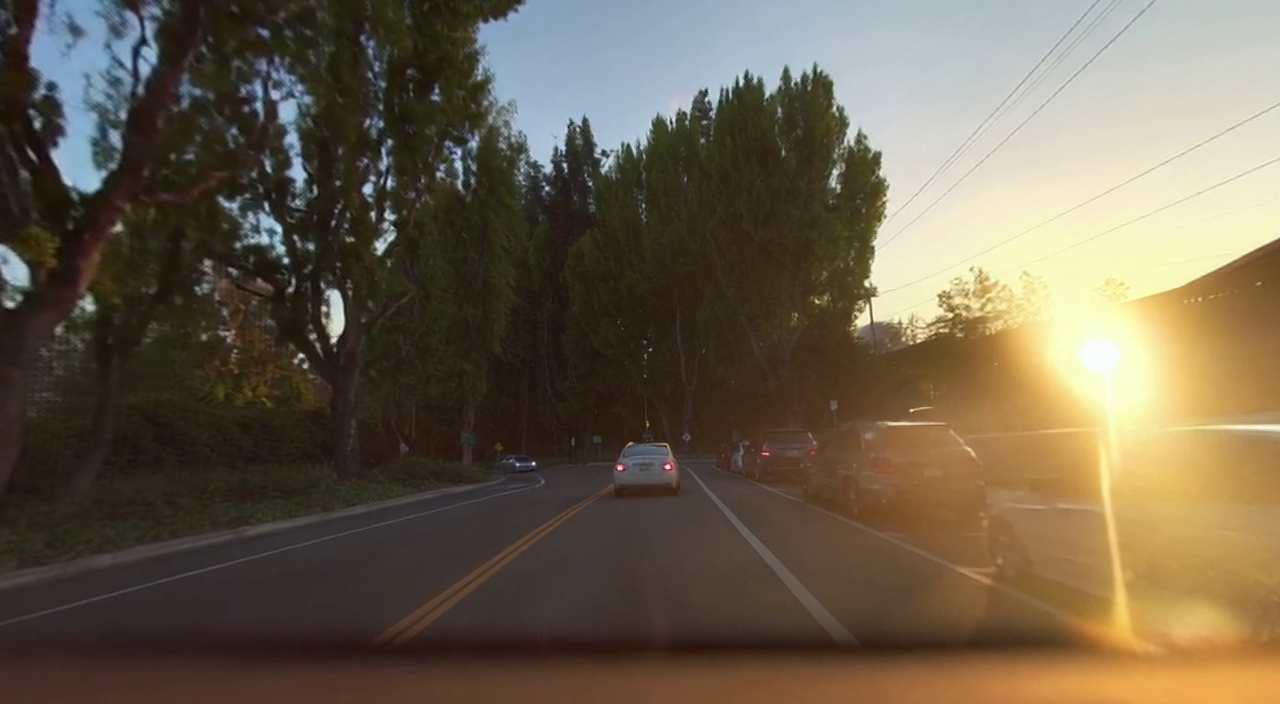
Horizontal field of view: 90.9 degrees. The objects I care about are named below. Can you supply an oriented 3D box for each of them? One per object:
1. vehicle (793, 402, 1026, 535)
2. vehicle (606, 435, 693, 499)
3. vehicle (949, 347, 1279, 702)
[{"bbox_3d":[4.263,1.920,10.978,2.093,1.822,4.483,0,-8,1],"label":"vehicle"},{"bbox_3d":[0.290,3.034,17.109,2.078,1.521,4.058,0,-8,2],"label":"vehicle"},{"bbox_3d":[4.162,0.997,4.162,1.969,1.738,4.515,0,-8,1],"label":"vehicle"}]
